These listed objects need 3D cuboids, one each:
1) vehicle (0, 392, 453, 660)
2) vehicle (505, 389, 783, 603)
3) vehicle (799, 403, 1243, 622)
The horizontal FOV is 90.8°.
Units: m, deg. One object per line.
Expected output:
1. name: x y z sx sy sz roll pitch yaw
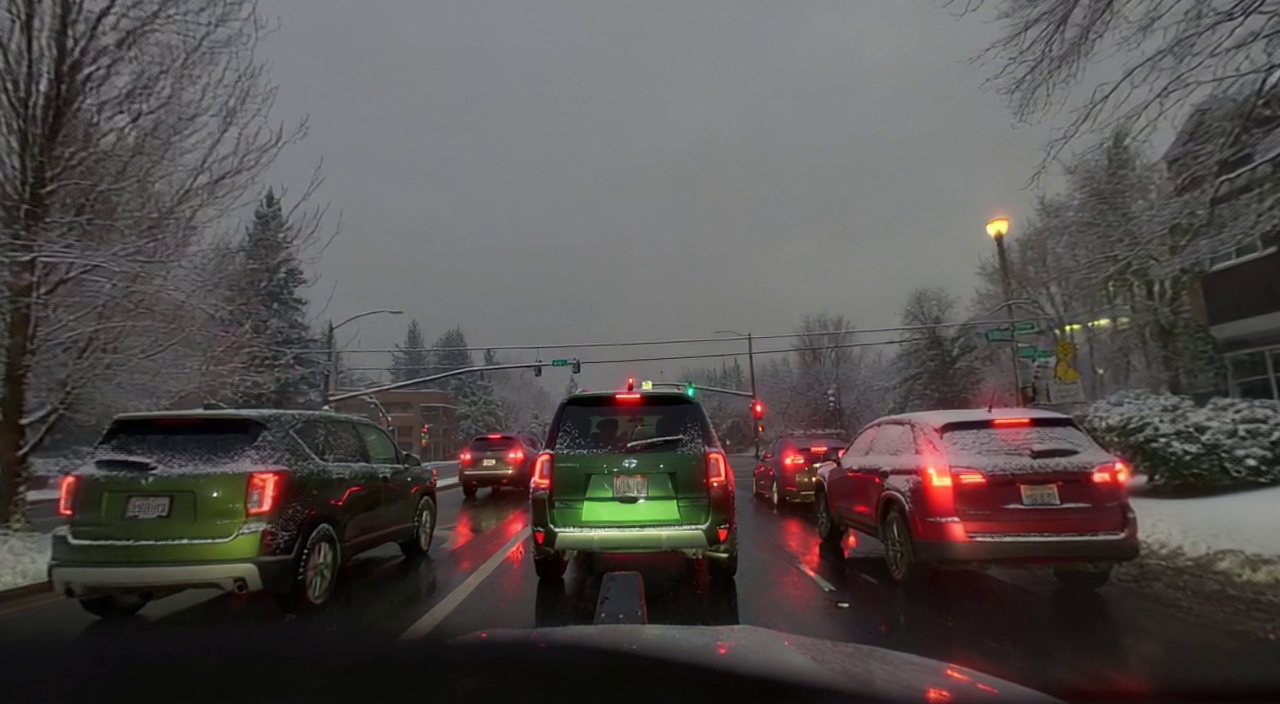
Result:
1. vehicle: -3.376 1.369 5.982 1.961 1.639 4.064 0 -9 0
2. vehicle: 0.015 1.481 7.241 2.294 1.761 3.857 0 -9 -1
3. vehicle: 3.469 1.547 7.049 2.202 1.657 4.298 0 -9 -1
